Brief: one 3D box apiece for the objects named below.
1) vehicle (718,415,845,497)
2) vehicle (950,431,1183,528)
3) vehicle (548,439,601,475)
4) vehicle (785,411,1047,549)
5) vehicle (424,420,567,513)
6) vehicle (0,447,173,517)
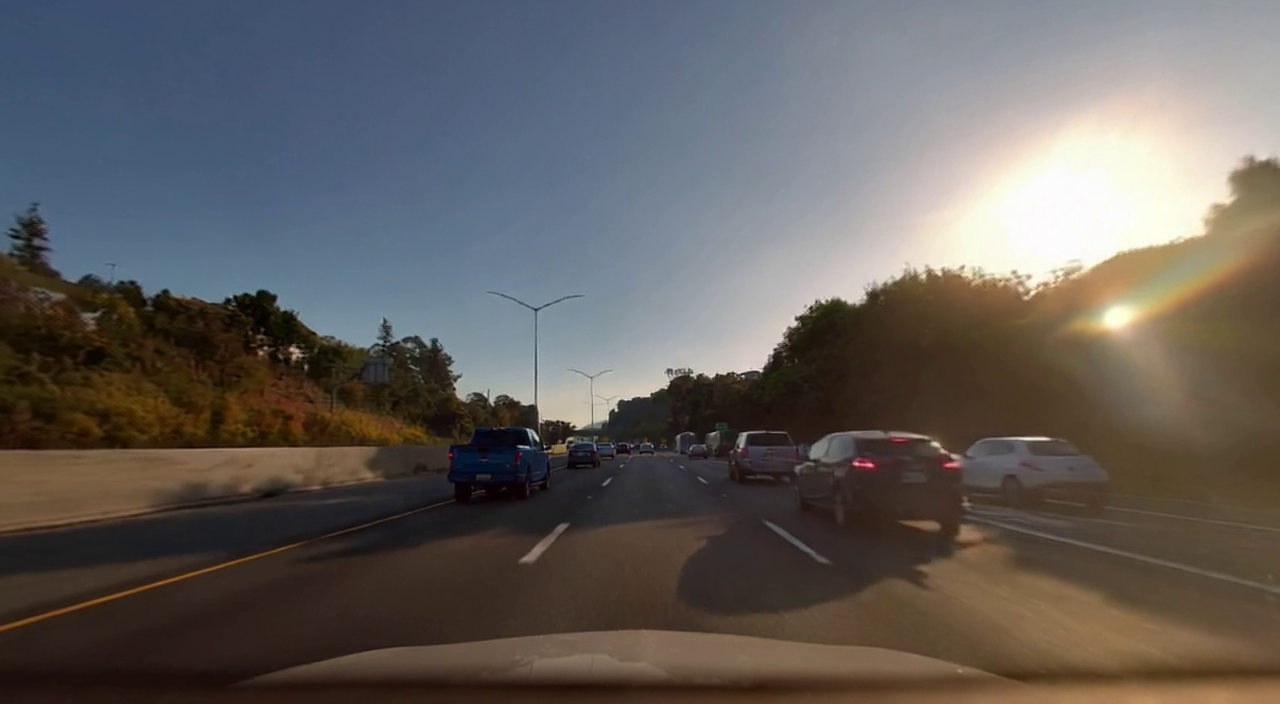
[{"bbox_3d":[3.906,3.024,18.713,2.395,2.017,5.709,0,-8,0],"label":"vehicle"},{"bbox_3d":[7.405,2.207,11.465,1.682,1.455,3.630,-1,-8,0],"label":"vehicle"},{"bbox_3d":[-3.155,5.146,31.316,1.974,1.589,5.047,-1,-8,1],"label":"vehicle"},{"bbox_3d":[3.976,1.931,10.274,2.023,1.670,4.869,0,-8,0],"label":"vehicle"},{"bbox_3d":[-3.064,2.566,14.595,2.139,1.764,4.707,-1,-8,1],"label":"vehicle"},{"bbox_3d":[-15.973,3.545,17.824,1.947,1.648,4.637,-1,-8,1],"label":"vehicle"}]
